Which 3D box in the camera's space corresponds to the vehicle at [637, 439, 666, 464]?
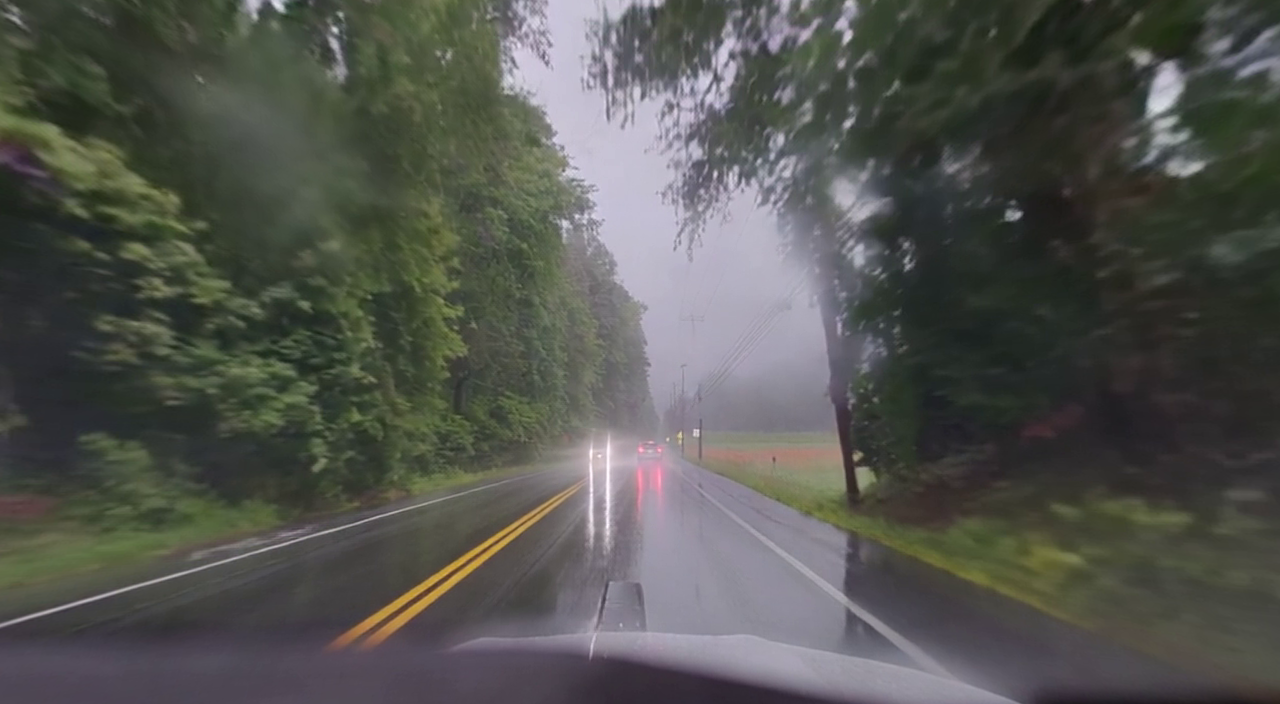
[{"bbox_3d":[0.833,7.416,47.091,2.083,1.767,4.448,0,-9,1],"label":"vehicle"}]
